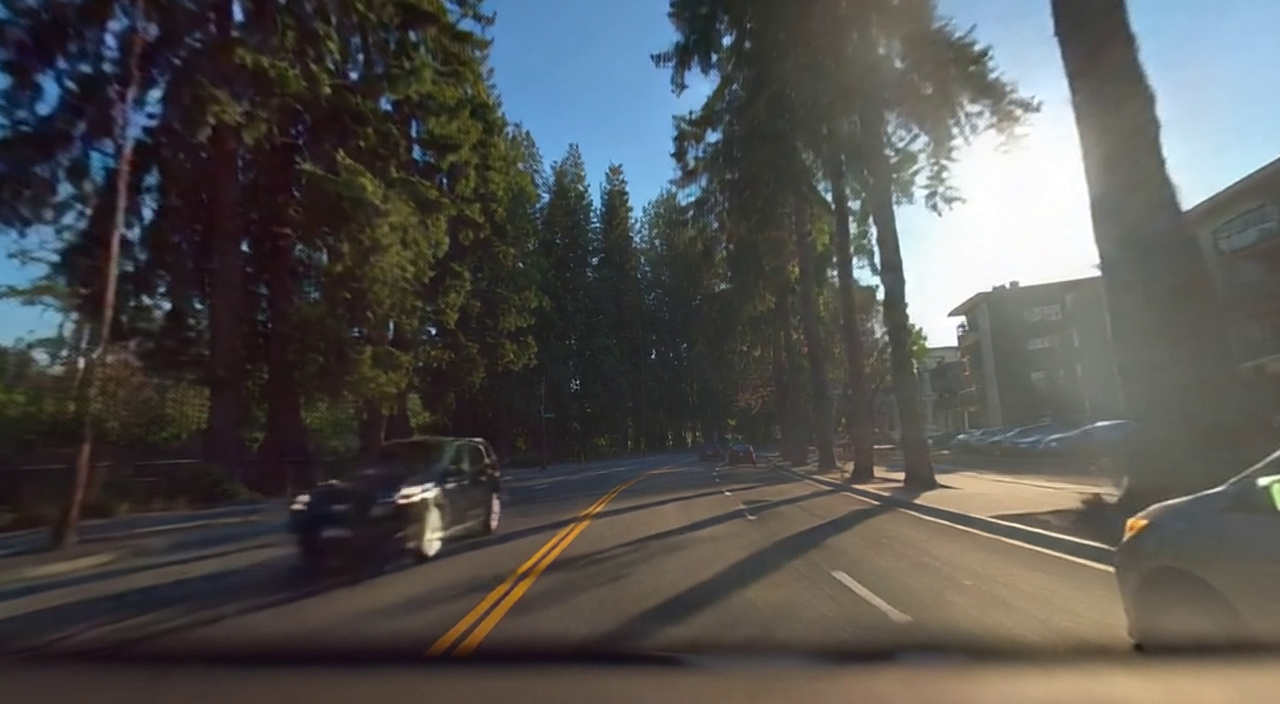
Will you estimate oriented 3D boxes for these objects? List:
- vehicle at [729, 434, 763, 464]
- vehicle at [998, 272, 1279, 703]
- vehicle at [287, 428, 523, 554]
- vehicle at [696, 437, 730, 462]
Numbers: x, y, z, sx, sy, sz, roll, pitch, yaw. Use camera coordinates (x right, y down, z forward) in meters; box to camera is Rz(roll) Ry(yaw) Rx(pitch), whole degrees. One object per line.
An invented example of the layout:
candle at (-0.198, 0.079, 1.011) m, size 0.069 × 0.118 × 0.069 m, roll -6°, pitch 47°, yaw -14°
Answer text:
vehicle at (6.936, 6.355, 41.142) m, size 2.069 × 1.791 × 4.422 m, roll -2°, pitch -9°, yaw 9°
vehicle at (3.227, 0.531, 1.120) m, size 2.219 × 1.881 × 5.104 m, roll -1°, pitch -9°, yaw 1°
vehicle at (-3.332, 2.048, 9.940) m, size 1.958 × 1.538 × 4.081 m, roll -1°, pitch -9°, yaw 3°
vehicle at (5.763, 7.635, 49.352) m, size 2.158 × 1.852 × 4.485 m, roll -2°, pitch -9°, yaw 12°
